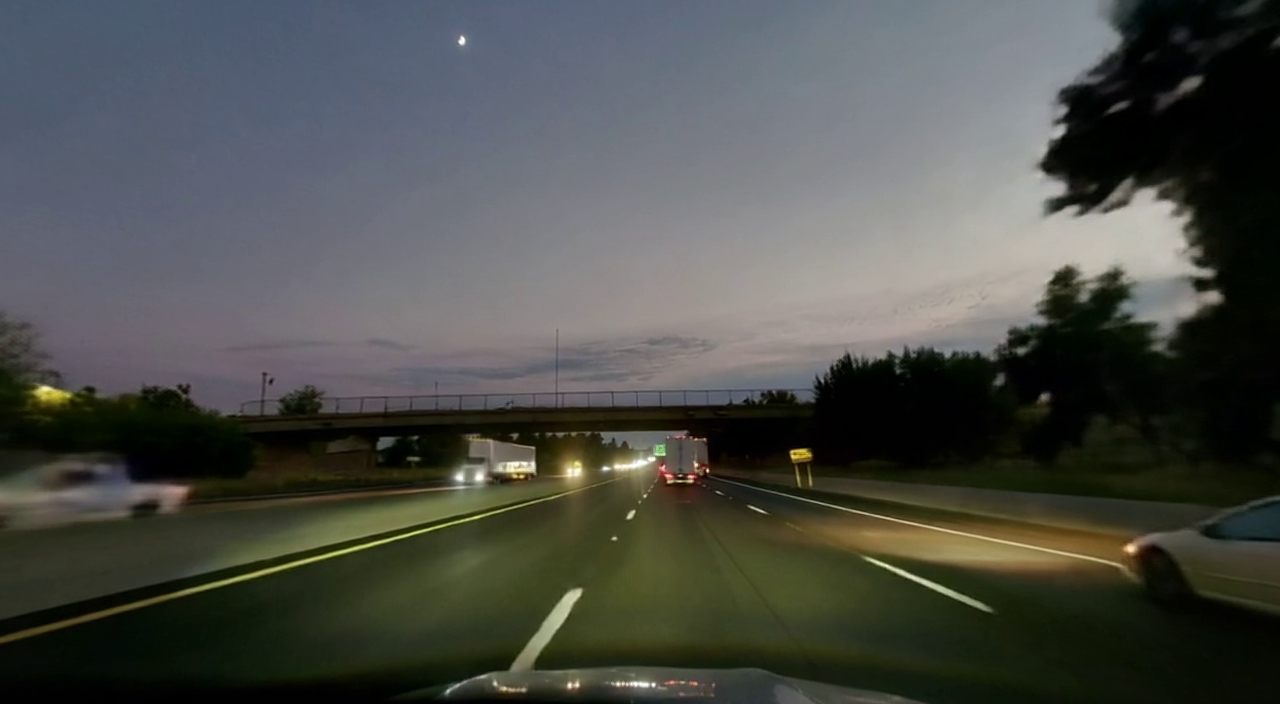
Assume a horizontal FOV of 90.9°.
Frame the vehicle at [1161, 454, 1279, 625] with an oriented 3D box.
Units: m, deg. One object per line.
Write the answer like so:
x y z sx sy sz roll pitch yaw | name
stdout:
6.627 1.482 4.590 1.949 1.468 4.145 1 -10 -3 | vehicle
